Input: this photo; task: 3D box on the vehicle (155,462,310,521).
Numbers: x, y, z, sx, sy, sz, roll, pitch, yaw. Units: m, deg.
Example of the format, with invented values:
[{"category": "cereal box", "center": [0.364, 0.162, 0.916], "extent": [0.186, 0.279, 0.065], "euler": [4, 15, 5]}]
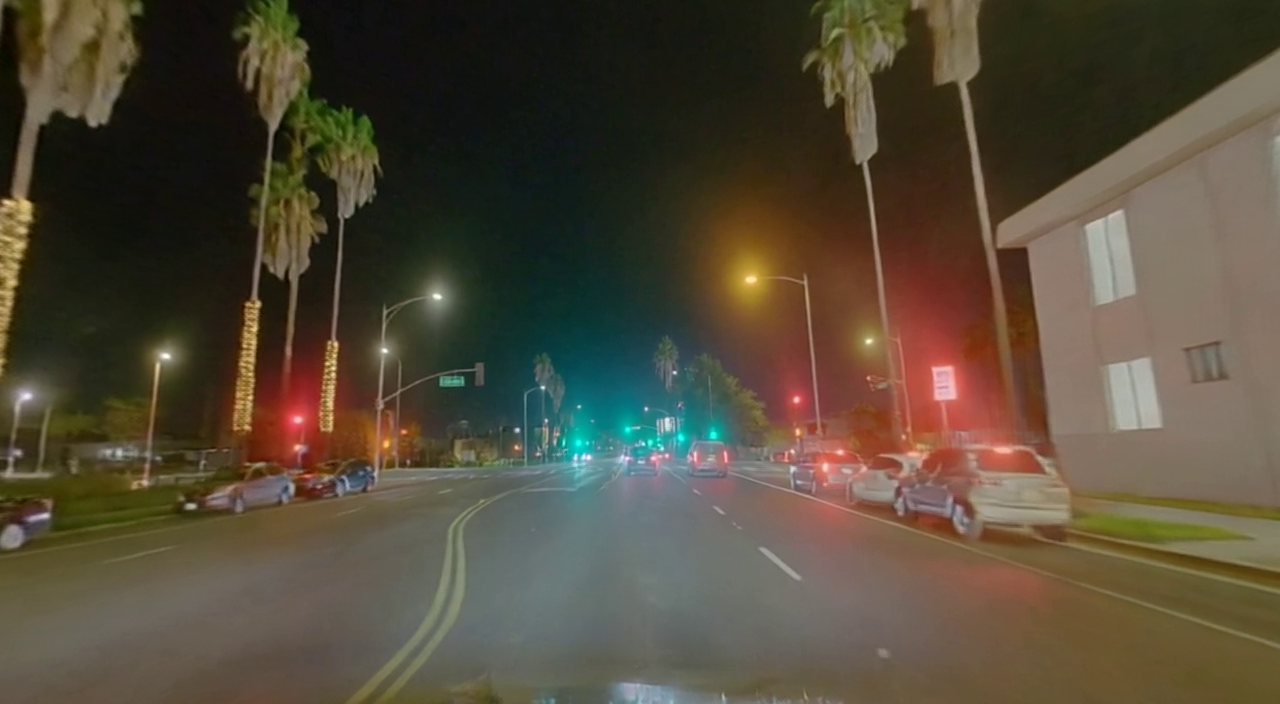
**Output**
[{"category": "vehicle", "center": [-12.339, 4.251, 19.544], "extent": [1.978, 1.501, 4.355], "euler": [-3, -11, -2]}]

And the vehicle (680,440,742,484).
[{"category": "vehicle", "center": [2.927, 4.621, 26.925], "extent": [2.003, 1.702, 4.288], "euler": [0, -8, -2]}]

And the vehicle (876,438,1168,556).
[{"category": "vehicle", "center": [6.365, 2.426, 11.475], "extent": [2.174, 1.643, 4.860], "euler": [0, -8, -1]}]

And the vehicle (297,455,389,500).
[{"category": "vehicle", "center": [-12.525, 5.358, 26.956], "extent": [1.949, 1.682, 4.094], "euler": [-2, -11, 0]}]

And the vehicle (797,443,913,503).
[{"category": "vehicle", "center": [6.519, 3.685, 19.758], "extent": [2.157, 1.640, 4.228], "euler": [0, -8, 0]}]

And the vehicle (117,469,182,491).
[{"category": "vehicle", "center": [-36.262, 9.491, 46.751], "extent": [3.505, 1.276, 1.652], "euler": [2, -6, 6]}]

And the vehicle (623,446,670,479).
[{"category": "vehicle", "center": [0.258, 5.240, 30.205], "extent": [2.088, 1.452, 3.993], "euler": [0, -8, 0]}]
